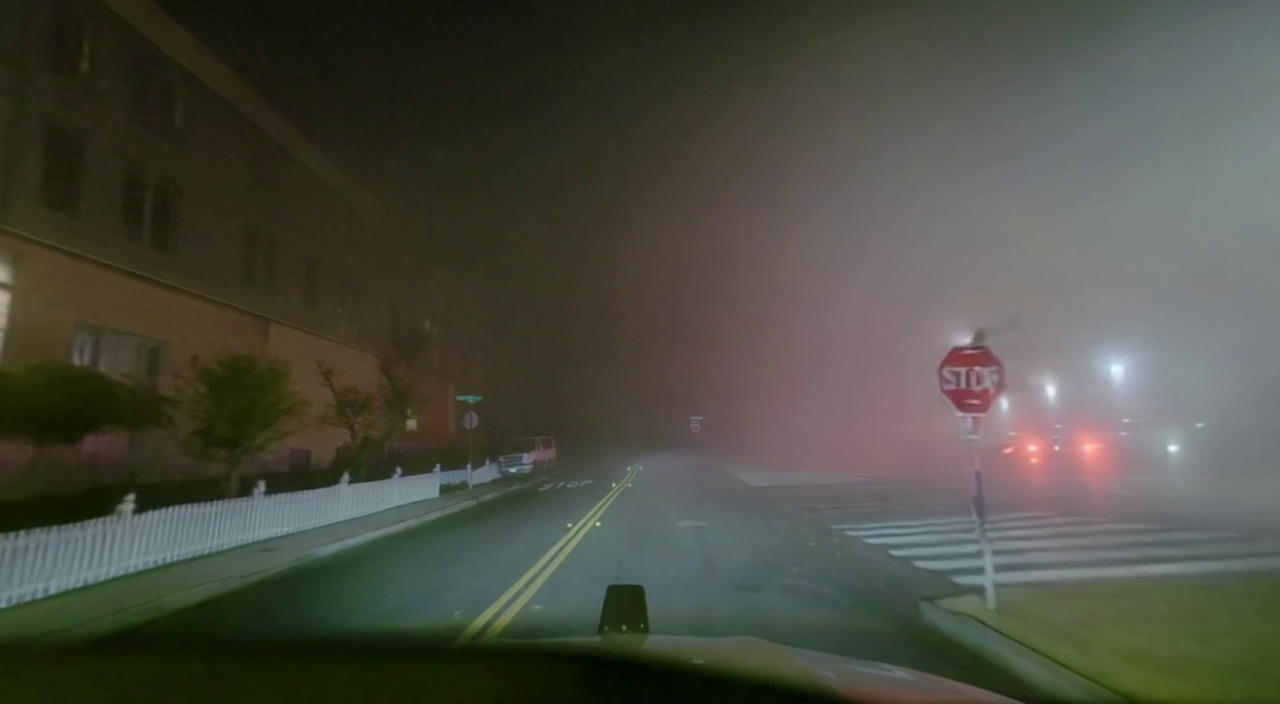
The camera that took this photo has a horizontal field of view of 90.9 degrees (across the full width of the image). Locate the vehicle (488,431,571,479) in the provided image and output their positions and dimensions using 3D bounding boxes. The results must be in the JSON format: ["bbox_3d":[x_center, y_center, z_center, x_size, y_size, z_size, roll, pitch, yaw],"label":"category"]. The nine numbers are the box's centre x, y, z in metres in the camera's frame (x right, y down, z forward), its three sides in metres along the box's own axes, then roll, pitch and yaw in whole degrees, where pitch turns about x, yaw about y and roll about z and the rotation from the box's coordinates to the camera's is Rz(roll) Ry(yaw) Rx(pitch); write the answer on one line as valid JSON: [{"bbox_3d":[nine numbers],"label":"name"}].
[{"bbox_3d":[-4.832,4.608,28.730,2.308,1.899,6.107,-1,-8,4],"label":"vehicle"}]
